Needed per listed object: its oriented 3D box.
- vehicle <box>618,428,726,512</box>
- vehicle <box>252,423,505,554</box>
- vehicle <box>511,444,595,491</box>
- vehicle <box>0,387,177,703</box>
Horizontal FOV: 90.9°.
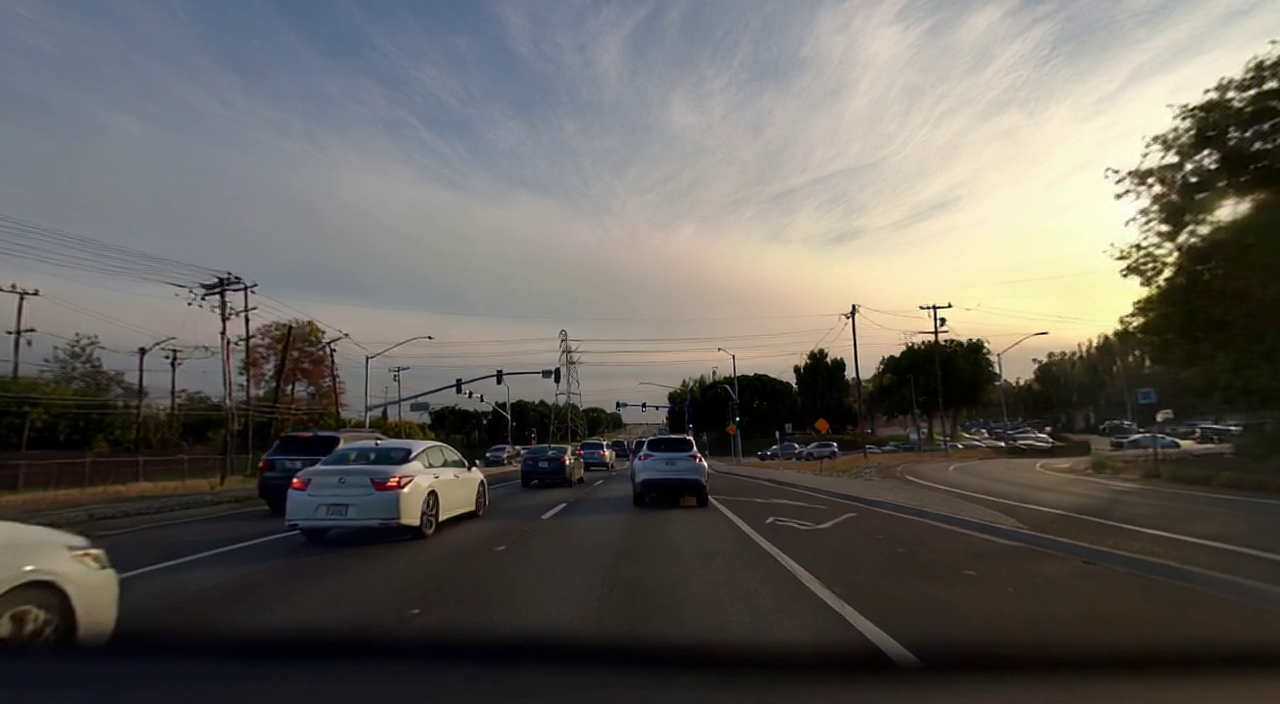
[{"bbox_3d":[0.719,2.714,14.895,2.205,1.691,3.937,-1,-9,2],"label":"vehicle"},{"bbox_3d":[-3.753,2.041,10.138,2.018,1.621,4.441,-1,-9,2],"label":"vehicle"},{"bbox_3d":[-2.903,3.977,22.079,2.105,1.436,4.311,-1,-9,4],"label":"vehicle"},{"bbox_3d":[-3.848,0.794,1.746,1.999,1.563,4.007,0,-9,1],"label":"vehicle"}]
